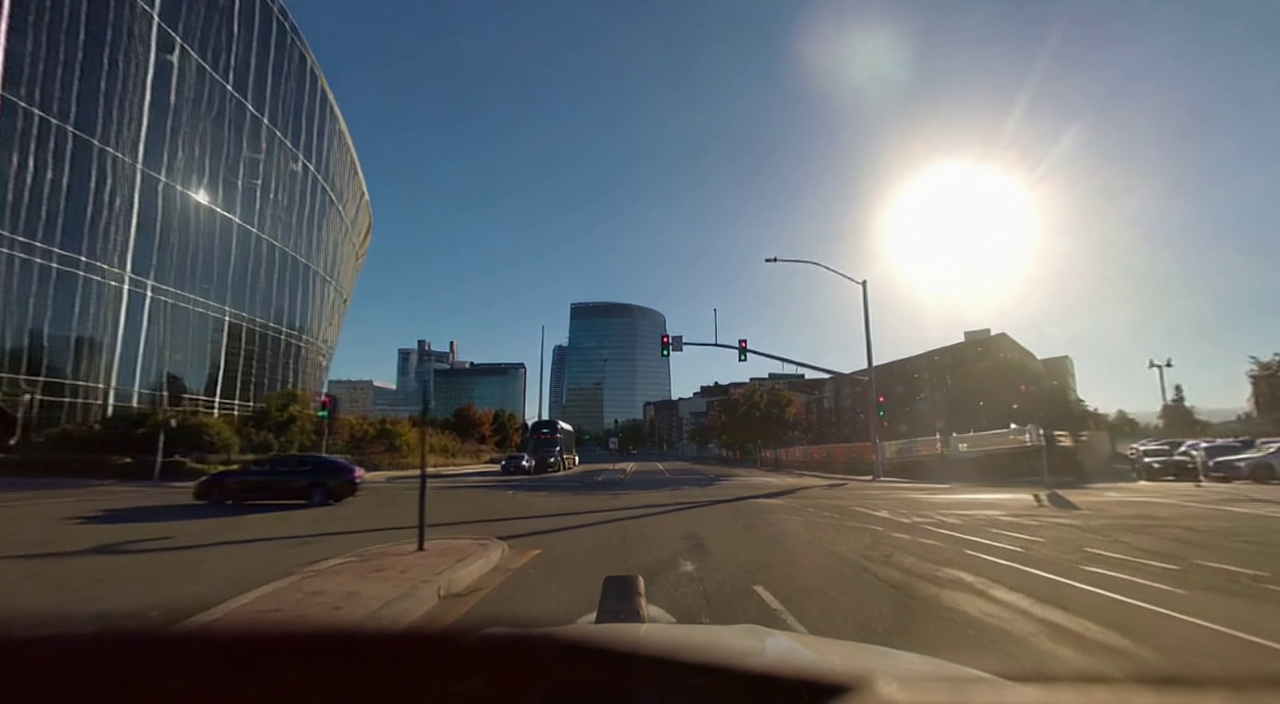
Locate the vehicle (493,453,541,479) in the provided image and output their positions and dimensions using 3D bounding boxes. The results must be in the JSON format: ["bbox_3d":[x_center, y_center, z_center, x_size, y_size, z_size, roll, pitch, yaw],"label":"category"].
[{"bbox_3d":[-7.947,7.390,41.177,2.113,1.535,4.504,0,-9,2],"label":"vehicle"}]

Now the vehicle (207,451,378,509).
[{"bbox_3d":[-10.262,3.715,18.680,4.197,1.525,2.014,-3,-9,18],"label":"vehicle"}]

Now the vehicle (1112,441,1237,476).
[{"bbox_3d":[24.647,4.929,29.310,2.021,1.484,4.454,0,-9,3],"label":"vehicle"}]
